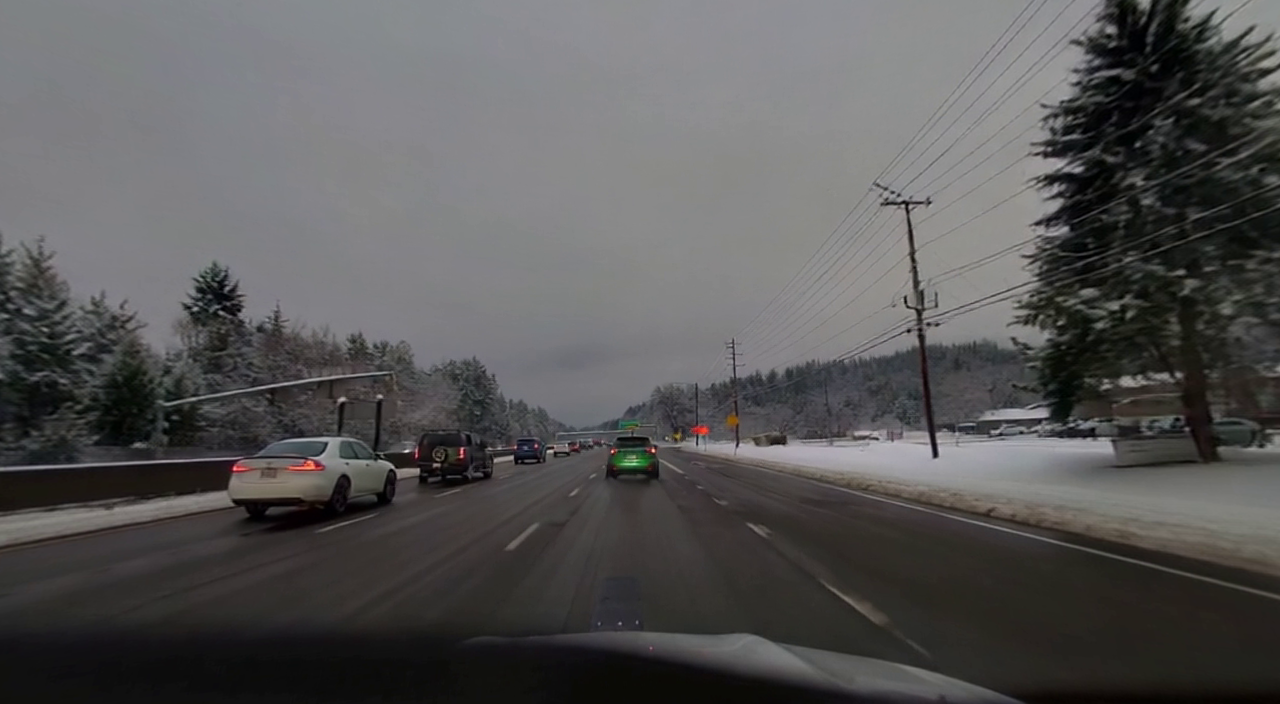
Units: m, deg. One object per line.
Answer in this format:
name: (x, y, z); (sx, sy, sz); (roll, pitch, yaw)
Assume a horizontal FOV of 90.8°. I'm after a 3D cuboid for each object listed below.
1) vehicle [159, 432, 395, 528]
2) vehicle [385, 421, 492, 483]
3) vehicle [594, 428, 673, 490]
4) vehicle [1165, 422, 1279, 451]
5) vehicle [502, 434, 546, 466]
vehicle: (-6.619, 2.350, 12.276); (1.900, 1.483, 4.547); (0, -8, 0)
vehicle: (-6.886, 3.487, 22.247); (2.144, 1.905, 4.967); (0, -8, 0)
vehicle: (-0.196, 3.182, 19.157); (2.140, 1.653, 4.108); (0, -8, -1)
vehicle: (29.109, 4.185, 31.399); (4.105, 1.306, 2.050); (-1, -7, 1)
vehicle: (-6.802, 5.792, 37.422); (1.914, 1.756, 4.179); (0, -8, -1)
